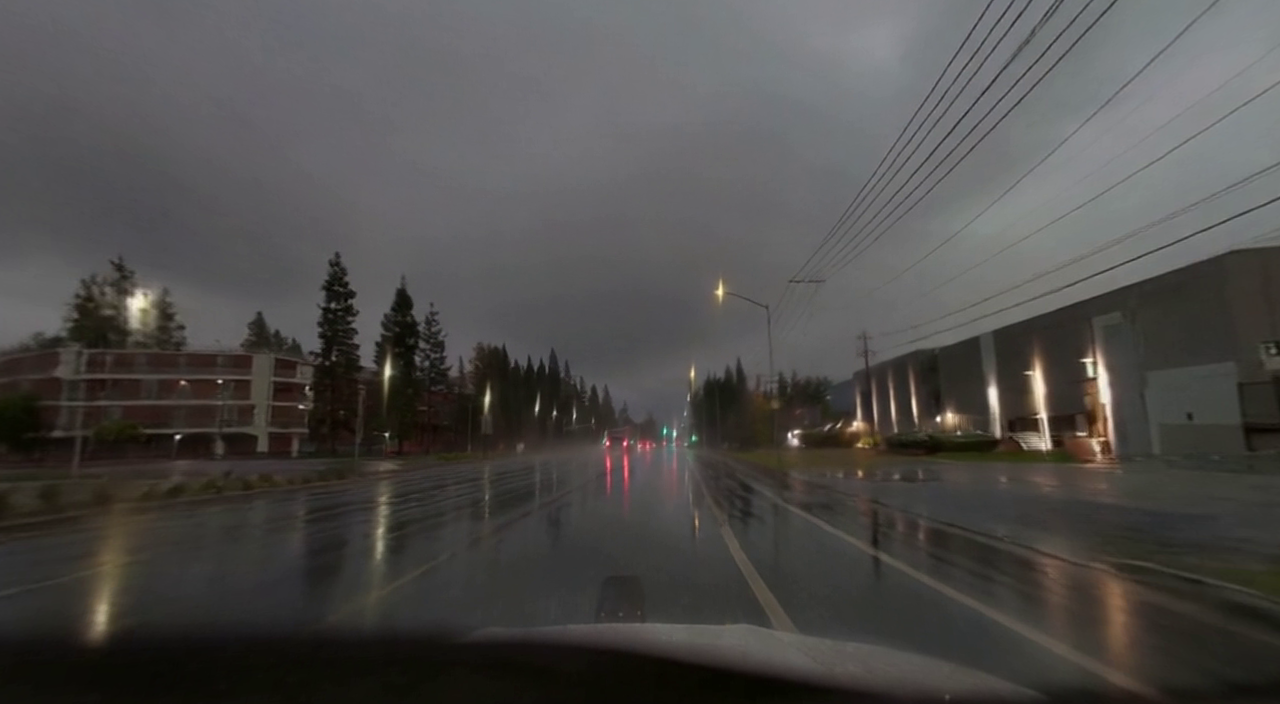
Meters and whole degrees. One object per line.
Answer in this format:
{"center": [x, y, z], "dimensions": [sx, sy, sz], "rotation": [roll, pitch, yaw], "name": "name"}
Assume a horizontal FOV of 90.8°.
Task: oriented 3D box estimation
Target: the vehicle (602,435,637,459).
{"center": [-1.379, 6.760, 44.983], "dimensions": [2.121, 1.654, 3.993], "rotation": [-1, -8, 4], "name": "vehicle"}
